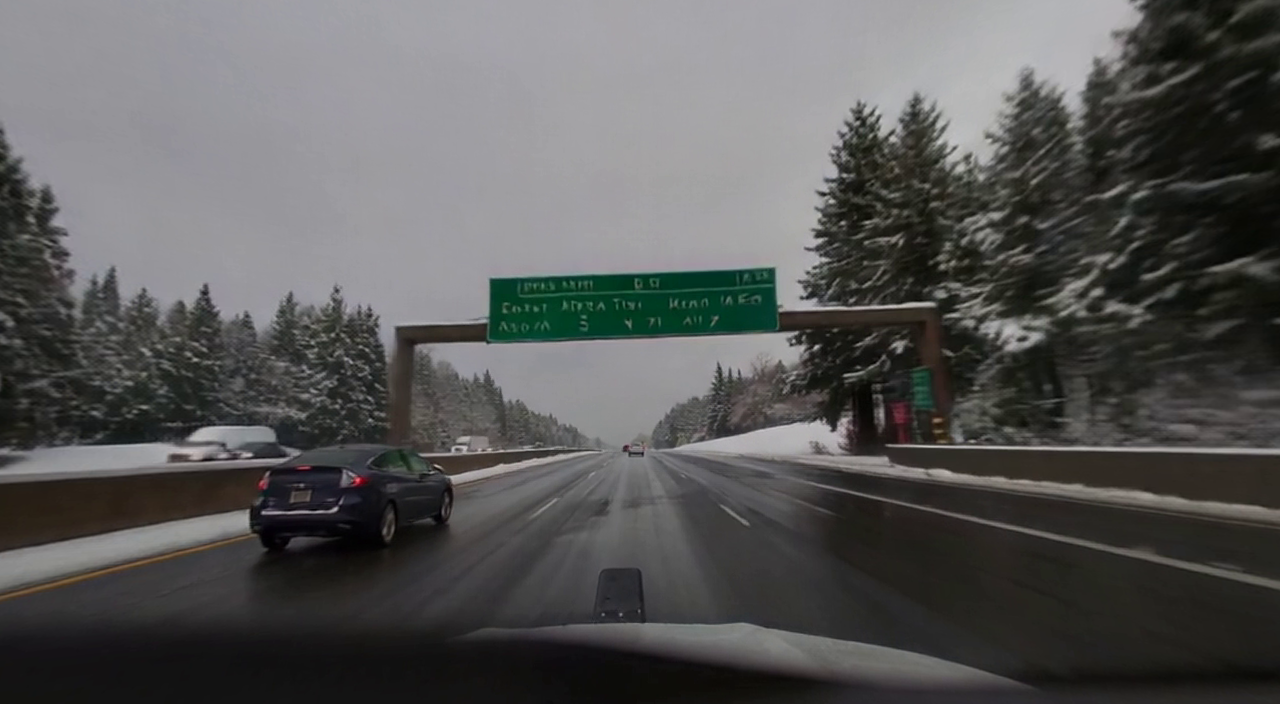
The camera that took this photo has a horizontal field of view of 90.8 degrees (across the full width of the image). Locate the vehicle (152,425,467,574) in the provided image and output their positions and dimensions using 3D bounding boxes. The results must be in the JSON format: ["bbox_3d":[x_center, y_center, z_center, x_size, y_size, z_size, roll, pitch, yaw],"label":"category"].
[{"bbox_3d":[-4.079,1.867,8.837,2.050,1.547,4.266,0,-8,1],"label":"vehicle"}]
